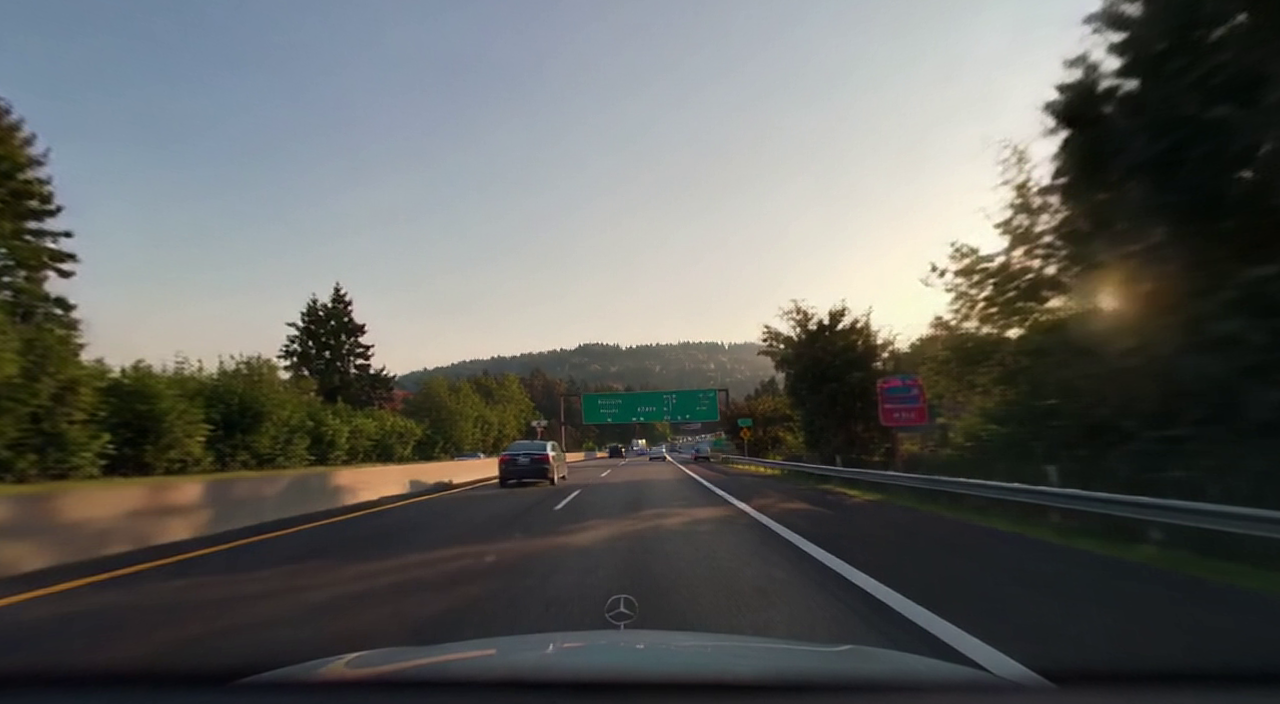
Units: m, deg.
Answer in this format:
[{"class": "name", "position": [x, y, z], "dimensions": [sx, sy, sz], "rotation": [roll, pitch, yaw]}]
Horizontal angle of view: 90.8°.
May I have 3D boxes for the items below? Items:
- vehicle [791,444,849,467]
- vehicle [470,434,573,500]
[{"class": "vehicle", "position": [13.590, 7.833, 47.827], "dimensions": [2.021, 1.639, 4.203], "rotation": [3, -9, -22]}, {"class": "vehicle", "position": [-3.200, 3.212, 18.002], "dimensions": [2.037, 1.638, 4.274], "rotation": [0, -8, 1]}]
